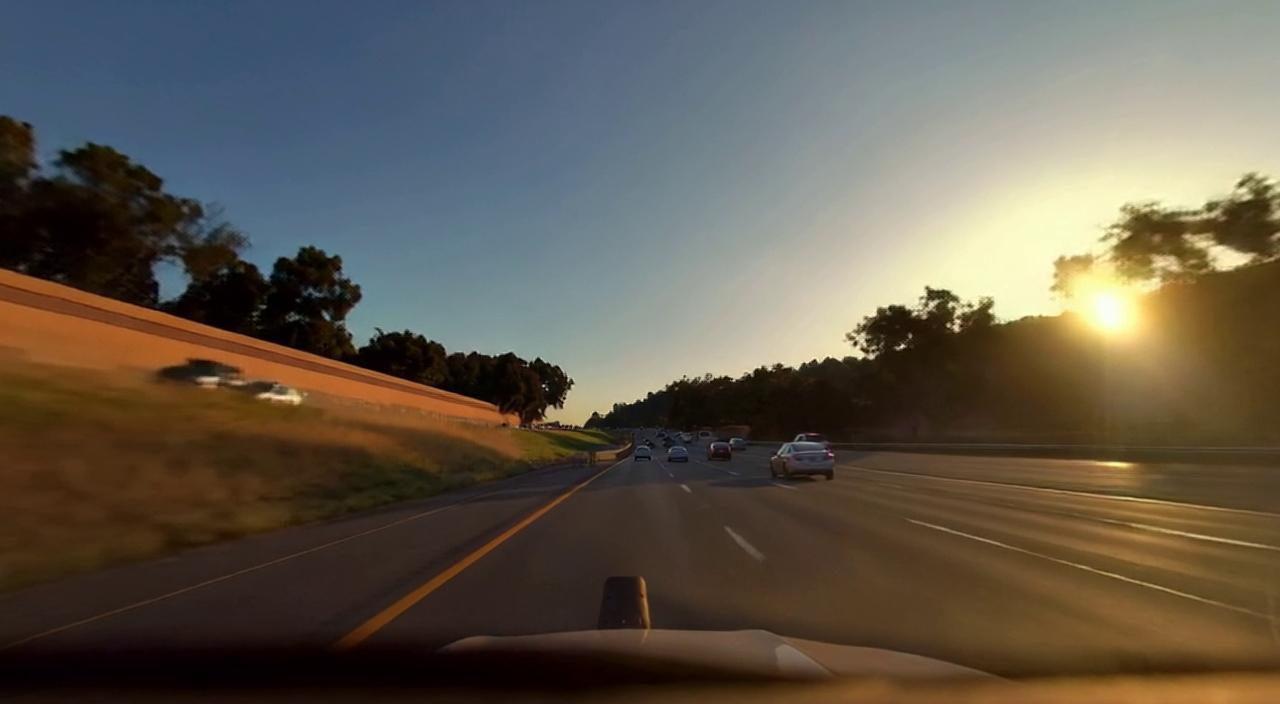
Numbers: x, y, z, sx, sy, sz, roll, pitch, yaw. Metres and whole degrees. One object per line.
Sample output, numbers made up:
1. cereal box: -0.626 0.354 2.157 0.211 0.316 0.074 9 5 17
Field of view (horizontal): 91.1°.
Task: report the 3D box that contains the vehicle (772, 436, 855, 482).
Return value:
1. vehicle: 6.973 4.358 25.833 2.048 1.697 4.689 0 -8 0
